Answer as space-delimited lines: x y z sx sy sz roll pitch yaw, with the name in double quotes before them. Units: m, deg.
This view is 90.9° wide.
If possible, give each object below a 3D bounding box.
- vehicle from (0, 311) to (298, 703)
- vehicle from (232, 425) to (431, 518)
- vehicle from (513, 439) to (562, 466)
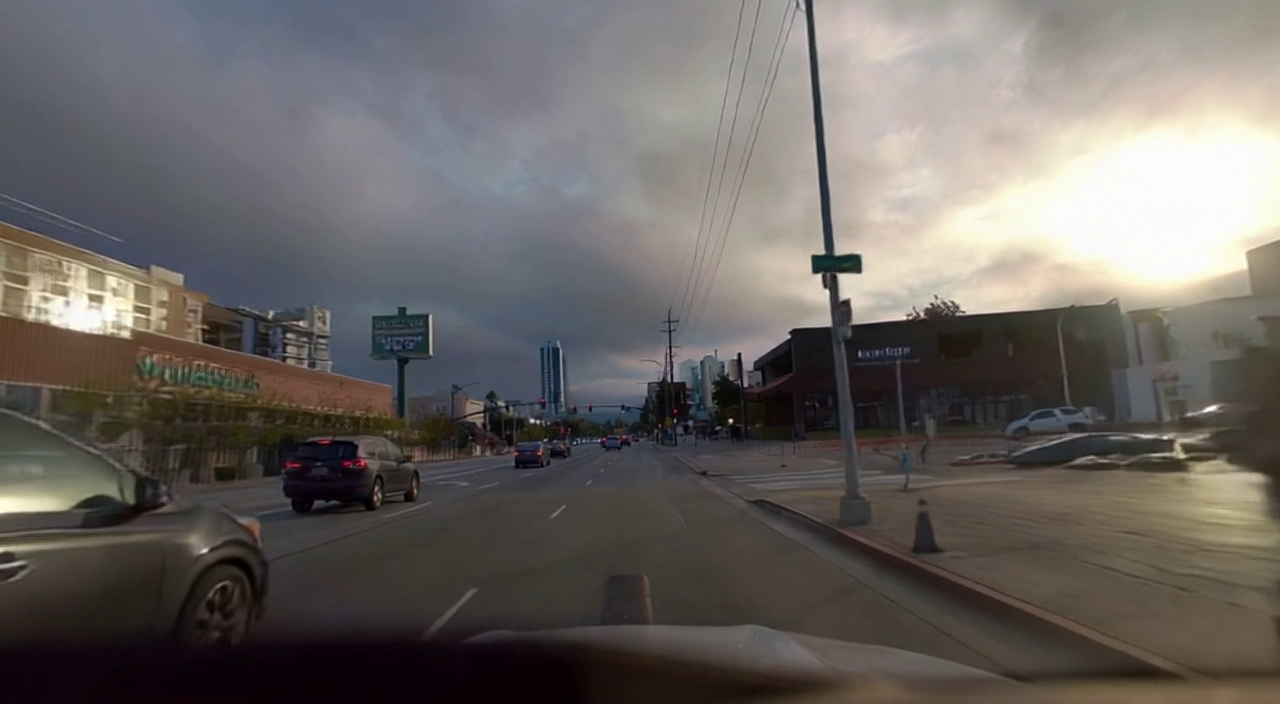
"vehicle" -3.262 0.642 1.400 2.277 1.743 4.893 0 -8 -1
"vehicle" -6.493 2.566 14.060 2.007 1.698 4.759 0 -8 0
"vehicle" -5.951 5.893 37.078 2.030 1.488 4.650 0 -8 1
